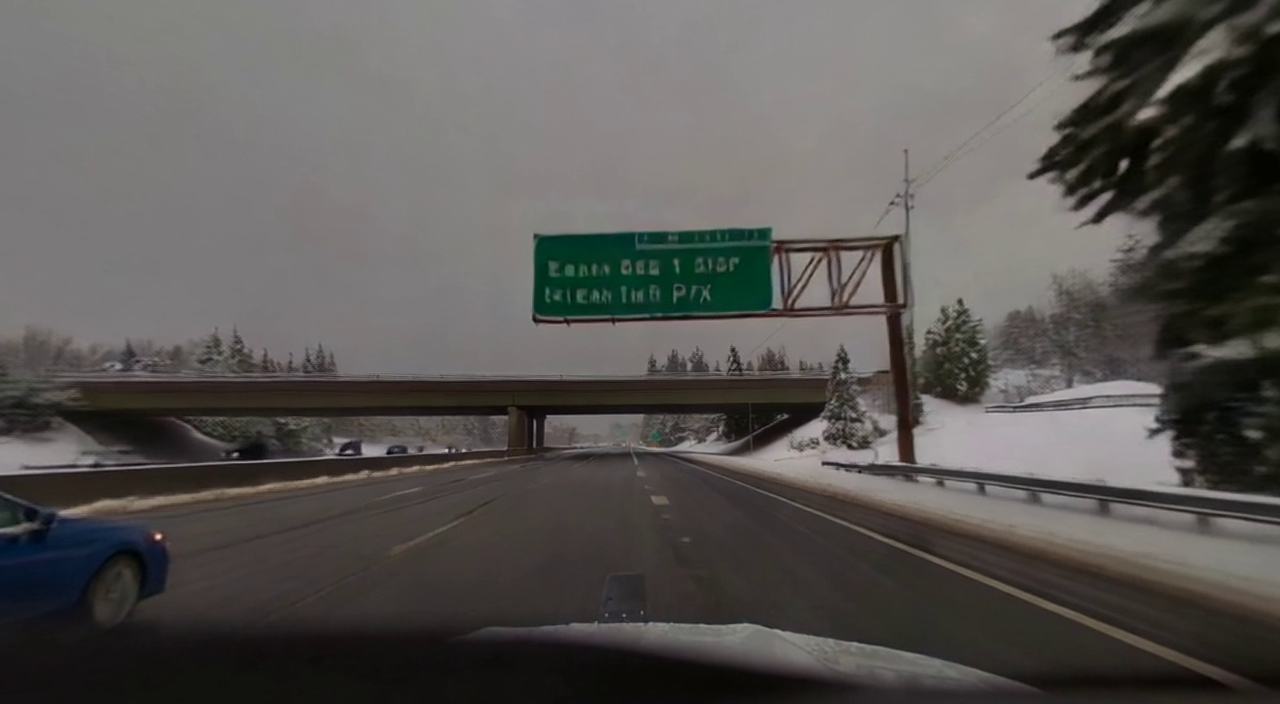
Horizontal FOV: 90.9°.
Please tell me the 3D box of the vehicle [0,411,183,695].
[{"bbox_3d":[-4.567,0.956,2.494,2.105,1.551,4.602,0,-9,-1],"label":"vehicle"}]
